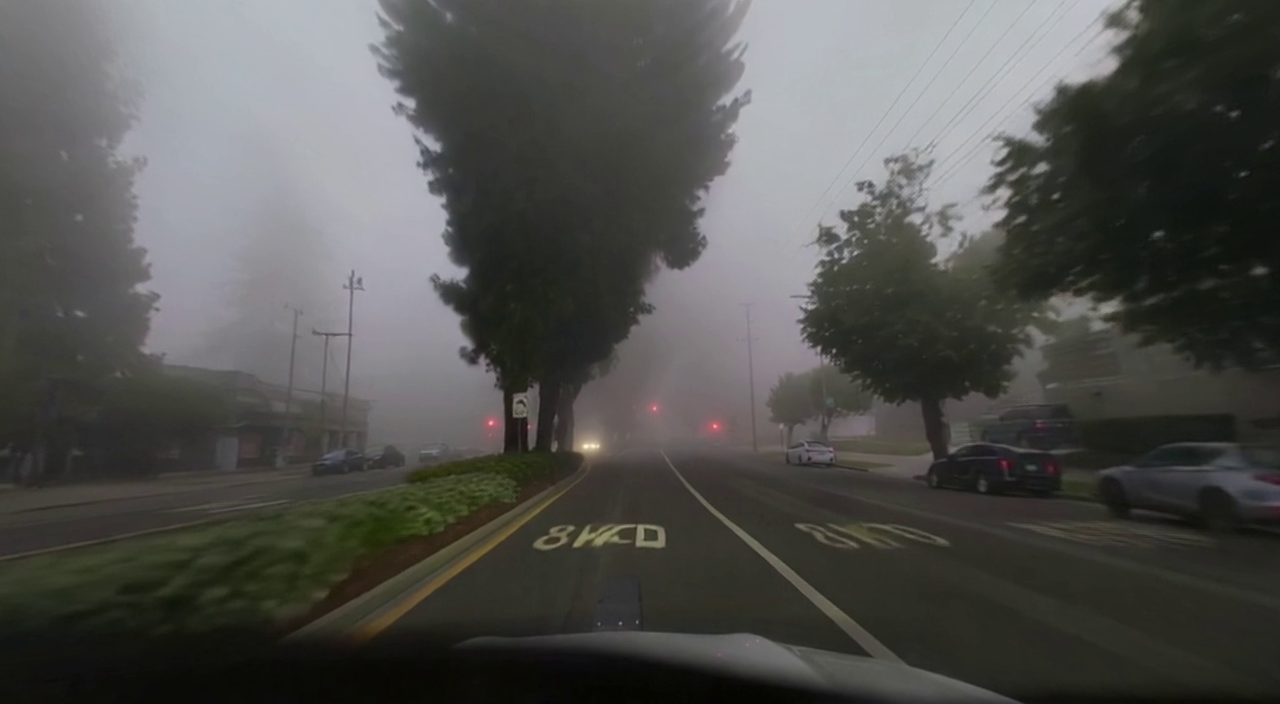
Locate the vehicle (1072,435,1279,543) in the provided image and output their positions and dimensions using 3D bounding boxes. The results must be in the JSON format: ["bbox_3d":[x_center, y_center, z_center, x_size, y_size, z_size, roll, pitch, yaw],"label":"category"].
[{"bbox_3d":[9.732,2.192,10.658,1.726,1.486,4.394,0,-9,-1],"label":"vehicle"}]

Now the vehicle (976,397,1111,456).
[{"bbox_3d":[18.932,3.638,30.137,2.179,2.441,5.974,-1,-8,-2],"label":"vehicle"}]

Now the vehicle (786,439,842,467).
[{"bbox_3d":[10.047,5.878,36.886,1.919,1.546,4.730,0,-9,0],"label":"vehicle"}]

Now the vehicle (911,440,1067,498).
[{"bbox_3d":[9.892,3.318,18.410,1.926,1.464,4.436,0,-9,-1],"label":"vehicle"}]

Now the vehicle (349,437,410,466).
[{"bbox_3d":[-19.041,7.270,46.484,2.085,1.957,5.548,0,-8,1],"label":"vehicle"}]

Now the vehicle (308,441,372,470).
[{"bbox_3d":[-19.323,6.654,40.892,1.966,1.753,4.634,0,-9,-2],"label":"vehicle"}]
